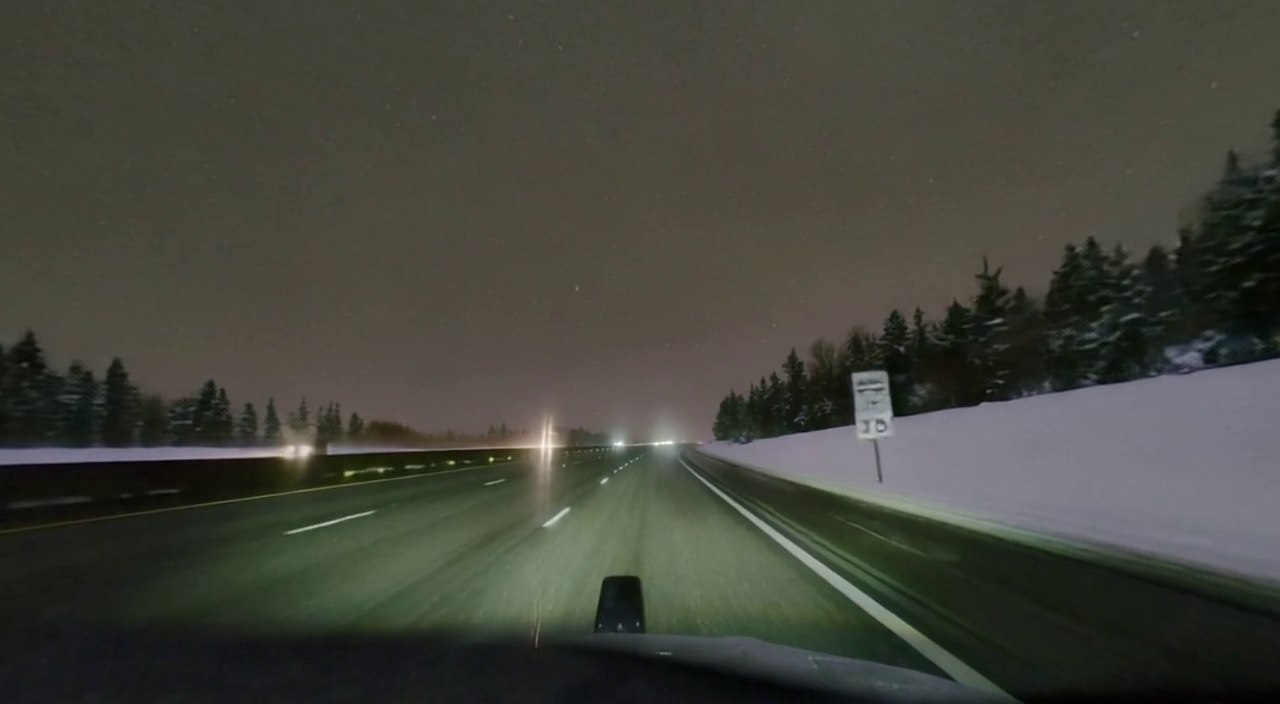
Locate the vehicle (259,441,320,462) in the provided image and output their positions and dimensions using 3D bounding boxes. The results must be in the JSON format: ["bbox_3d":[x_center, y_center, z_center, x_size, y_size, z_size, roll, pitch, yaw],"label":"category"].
[{"bbox_3d":[-27.185,7.726,49.008,1.857,1.509,4.825,0,-9,2],"label":"vehicle"}]
